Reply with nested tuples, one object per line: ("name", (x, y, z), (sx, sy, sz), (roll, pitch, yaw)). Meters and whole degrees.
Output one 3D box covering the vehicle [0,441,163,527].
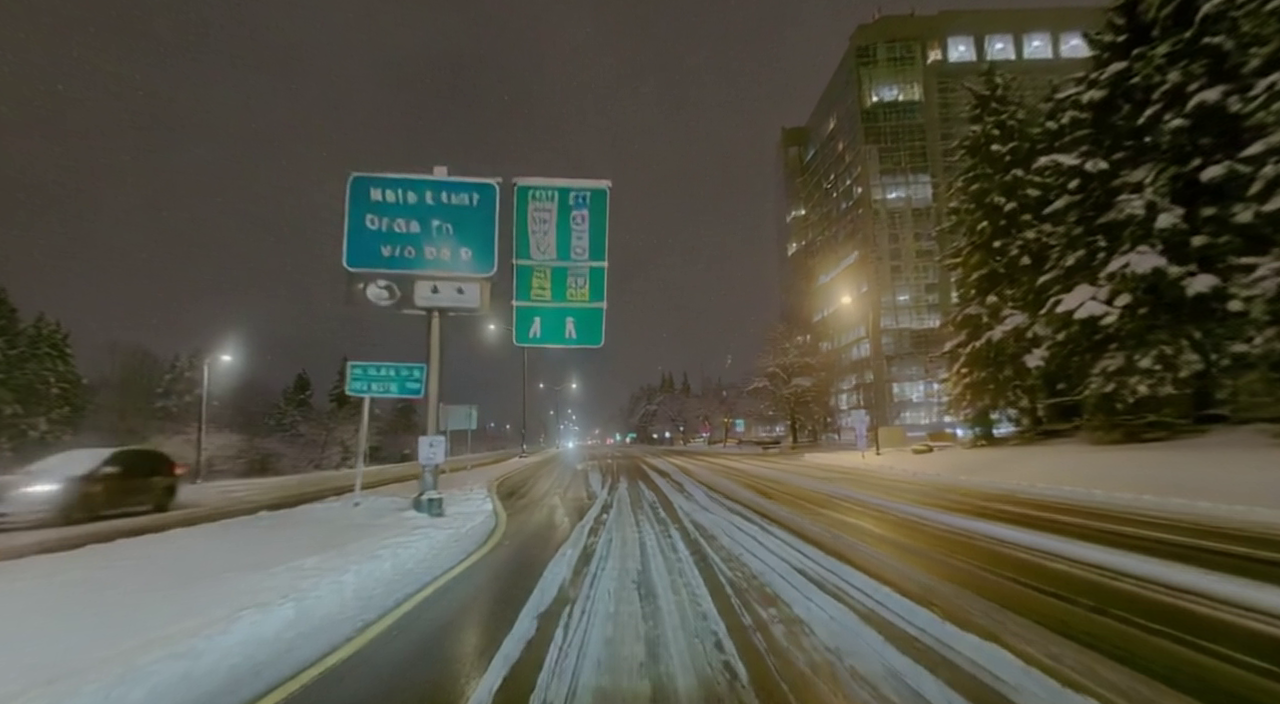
("vehicle", (-14.326, 3.036, 15.021), (2.105, 1.774, 4.800), (0, -9, 1))
